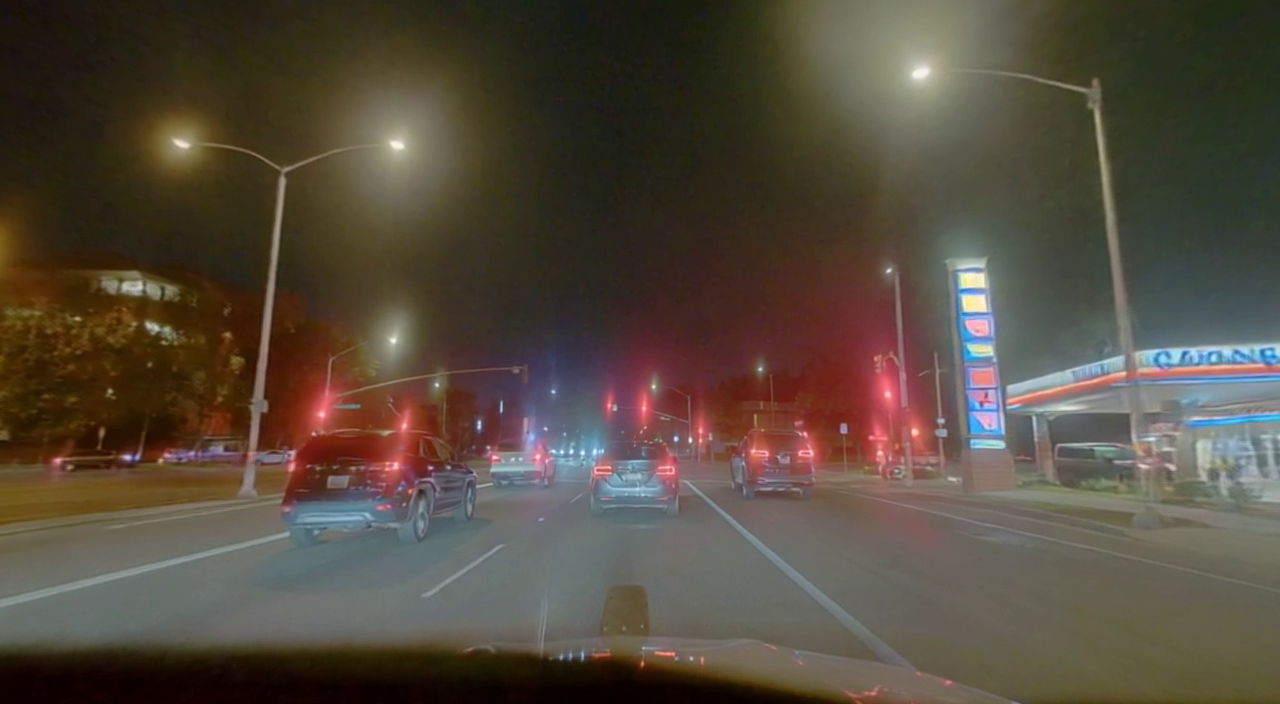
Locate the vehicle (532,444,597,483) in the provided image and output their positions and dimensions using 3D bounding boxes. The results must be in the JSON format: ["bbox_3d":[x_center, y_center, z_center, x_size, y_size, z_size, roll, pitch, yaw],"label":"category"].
[{"bbox_3d":[-3.099,4.648,26.698,2.126,1.490,4.265,0,-8,2],"label":"vehicle"}]

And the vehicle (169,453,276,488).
[{"bbox_3d":[-19.473,5.513,29.678,1.888,1.435,4.574,0,-9,1],"label":"vehicle"}]

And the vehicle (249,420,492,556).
[{"bbox_3d":[-3.866,2.011,9.976,1.983,1.685,3.997,0,-8,1],"label":"vehicle"}]

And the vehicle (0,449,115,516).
[{"bbox_3d":[-15.545,3.067,14.967,1.988,1.498,4.756,0,-8,1],"label":"vehicle"}]

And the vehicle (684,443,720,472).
[{"bbox_3d":[3.753,6.448,38.646,1.848,1.665,3.747,0,-8,0],"label":"vehicle"}]

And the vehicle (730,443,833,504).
[{"bbox_3d":[3.798,3.329,17.716,1.979,1.485,4.207,0,-8,1],"label":"vehicle"}]

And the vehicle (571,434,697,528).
[{"bbox_3d":[-0.106,2.485,12.684,2.121,1.563,4.031,0,-8,0],"label":"vehicle"}]

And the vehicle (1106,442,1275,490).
[{"bbox_3d":[22.286,4.566,25.760,2.260,1.737,4.527,3,-9,-22],"label":"vehicle"}]

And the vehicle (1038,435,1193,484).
[{"bbox_3d":[17.874,4.031,23.933,1.907,1.669,4.147,5,-10,-28],"label":"vehicle"}]

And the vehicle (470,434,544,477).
[{"bbox_3d":[-6.711,5.303,32.581,2.321,2.013,5.640,0,-8,3],"label":"vehicle"}]

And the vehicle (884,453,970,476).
[{"bbox_3d":[19.197,7.536,42.342,4.795,1.457,1.986,-1,-9,4],"label":"vehicle"}]
